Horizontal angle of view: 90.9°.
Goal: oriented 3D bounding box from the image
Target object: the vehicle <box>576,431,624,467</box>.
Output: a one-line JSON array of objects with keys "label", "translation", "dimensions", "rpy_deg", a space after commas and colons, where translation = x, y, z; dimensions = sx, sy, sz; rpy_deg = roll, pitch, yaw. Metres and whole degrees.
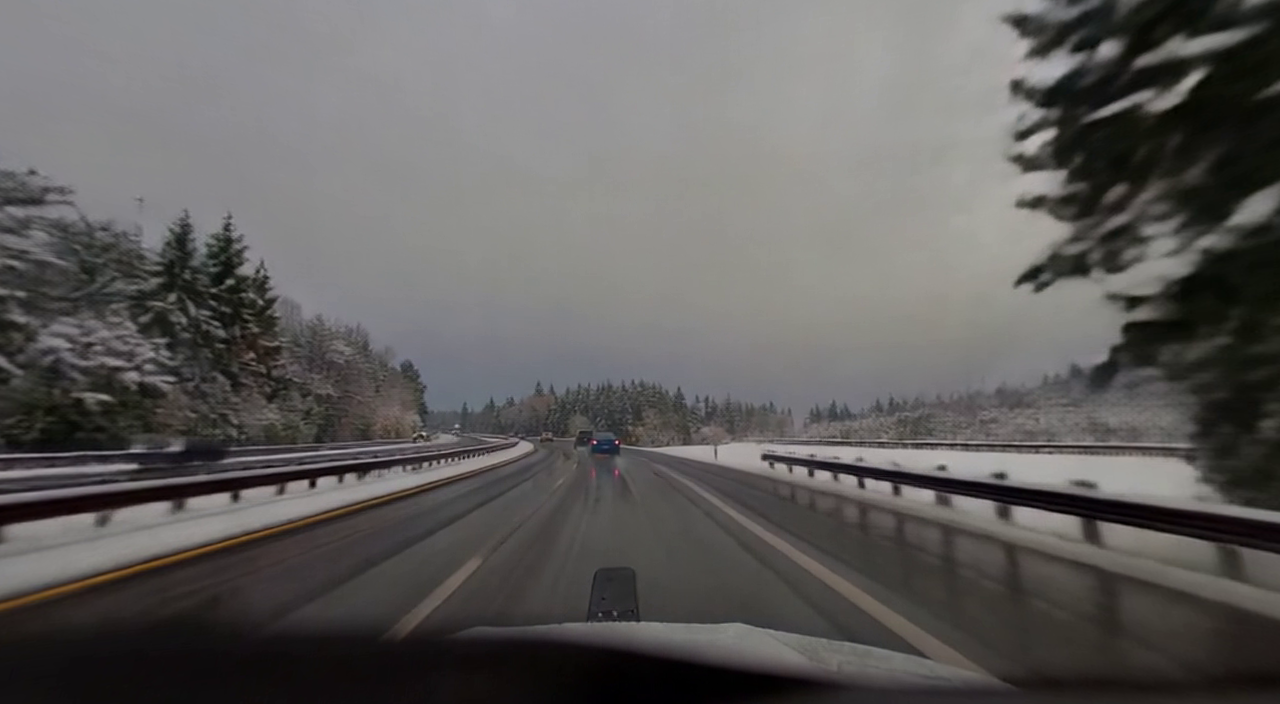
[{"label": "vehicle", "translation": [-2.216, 5.317, 34.752], "dimensions": [2.452, 1.857, 4.022], "rpy_deg": [0, -8, -4]}]
